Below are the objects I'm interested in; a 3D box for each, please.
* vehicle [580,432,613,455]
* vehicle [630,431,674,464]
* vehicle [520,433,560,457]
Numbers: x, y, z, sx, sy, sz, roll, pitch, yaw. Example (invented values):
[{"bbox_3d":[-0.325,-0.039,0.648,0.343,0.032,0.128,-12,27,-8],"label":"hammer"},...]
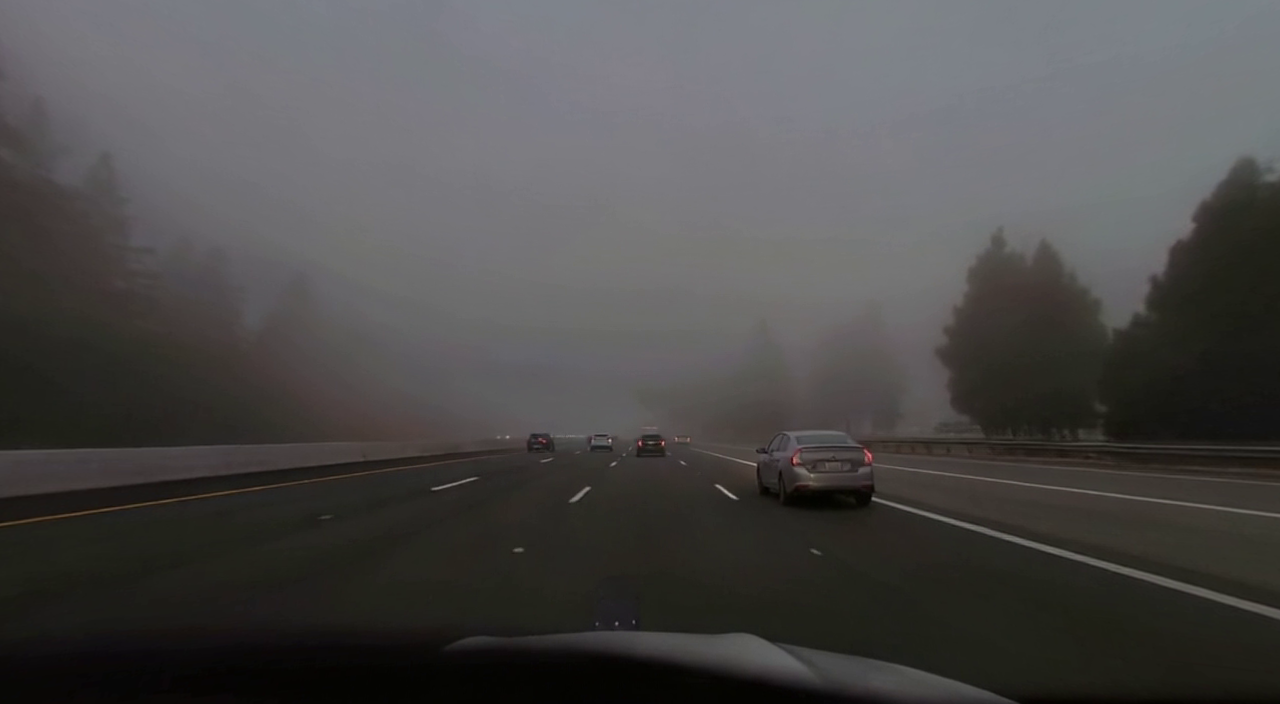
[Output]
[{"bbox_3d":[-3.104,6.649,45.974,2.103,1.512,4.155,0,-8,1],"label":"vehicle"},{"bbox_3d":[0.601,5.152,34.460,2.240,1.646,4.949,0,-8,0],"label":"vehicle"},{"bbox_3d":[-6.943,6.490,44.148,2.009,1.537,4.449,0,-8,0],"label":"vehicle"}]
